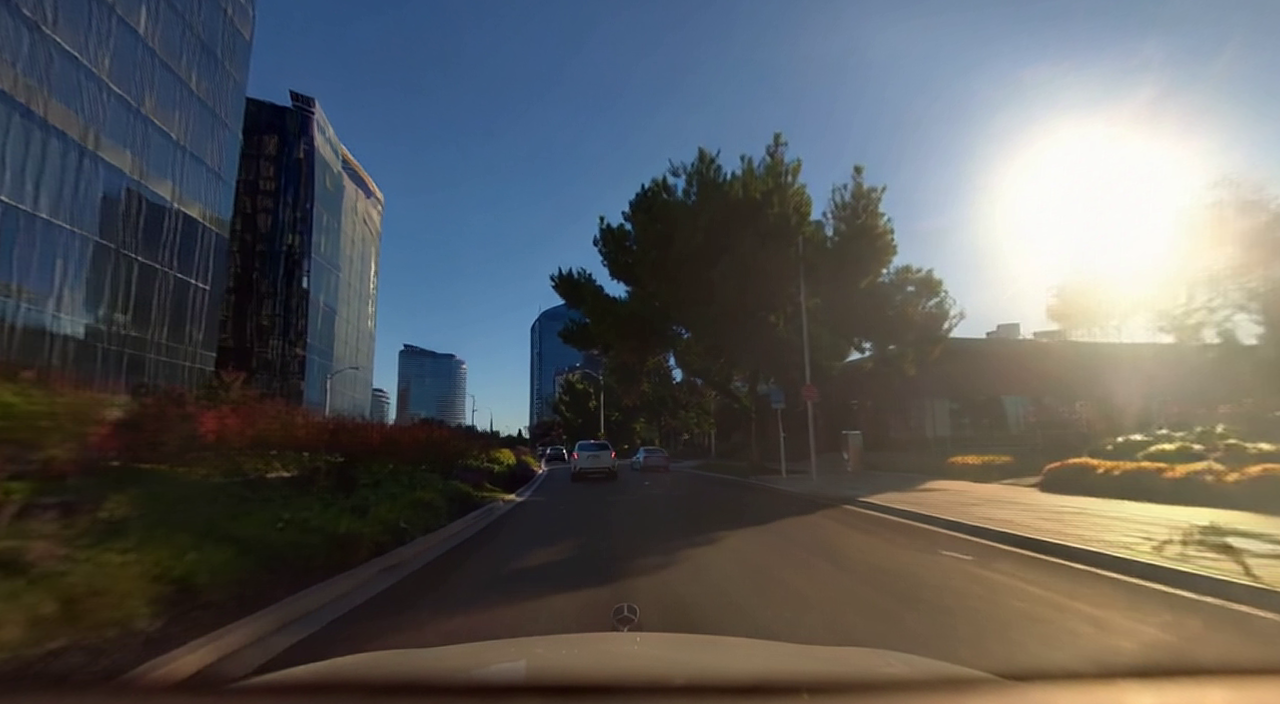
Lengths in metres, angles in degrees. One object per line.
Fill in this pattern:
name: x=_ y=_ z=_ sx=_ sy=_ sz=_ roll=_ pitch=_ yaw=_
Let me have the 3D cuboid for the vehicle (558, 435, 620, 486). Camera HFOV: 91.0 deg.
vehicle: x=-1.995 y=4.167 z=24.482 sx=2.173 sy=1.761 sz=4.374 roll=1 pitch=-9 yaw=-5

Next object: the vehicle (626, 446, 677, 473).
vehicle: x=0.607 y=6.255 z=36.865 sx=2.116 sy=1.506 sz=4.355 roll=2 pitch=-9 yaw=-11
